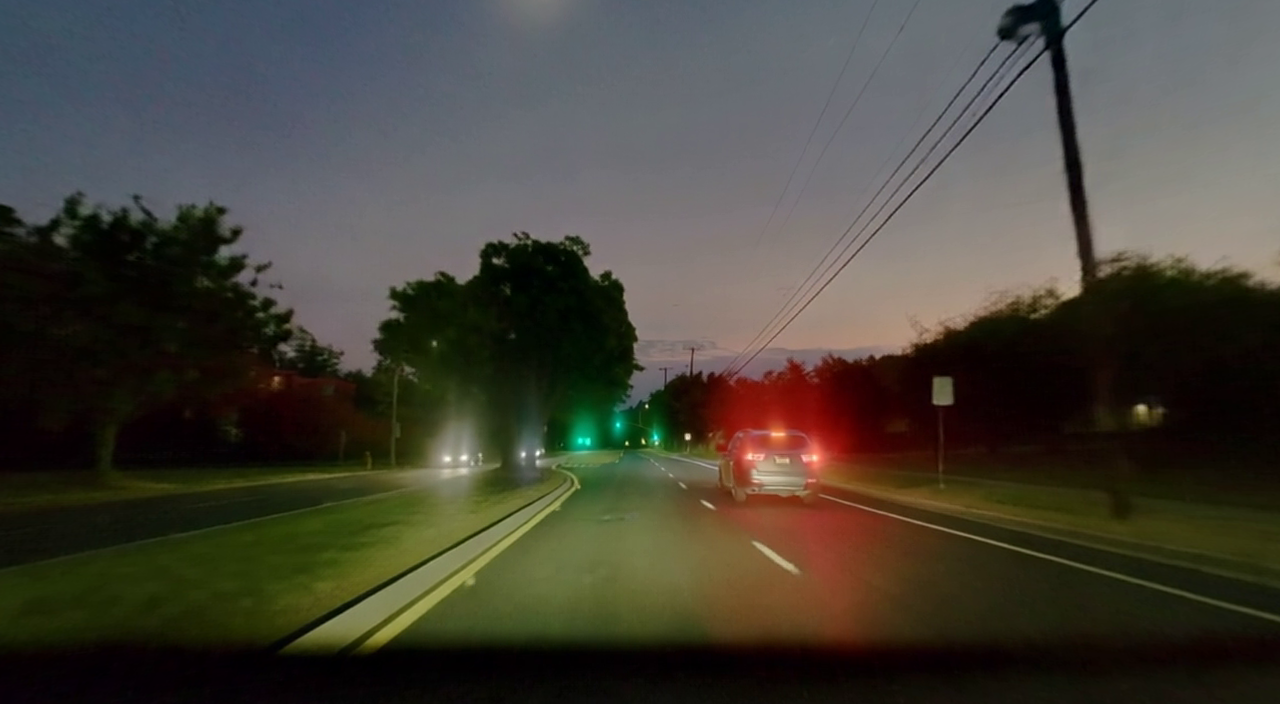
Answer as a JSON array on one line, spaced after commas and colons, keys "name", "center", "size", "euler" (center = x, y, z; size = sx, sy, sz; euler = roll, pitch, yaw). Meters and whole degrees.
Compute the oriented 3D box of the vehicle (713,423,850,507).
[{"name": "vehicle", "center": [3.330, 2.795, 16.033], "size": [2.193, 1.777, 4.772], "euler": [0, -9, -2]}]
